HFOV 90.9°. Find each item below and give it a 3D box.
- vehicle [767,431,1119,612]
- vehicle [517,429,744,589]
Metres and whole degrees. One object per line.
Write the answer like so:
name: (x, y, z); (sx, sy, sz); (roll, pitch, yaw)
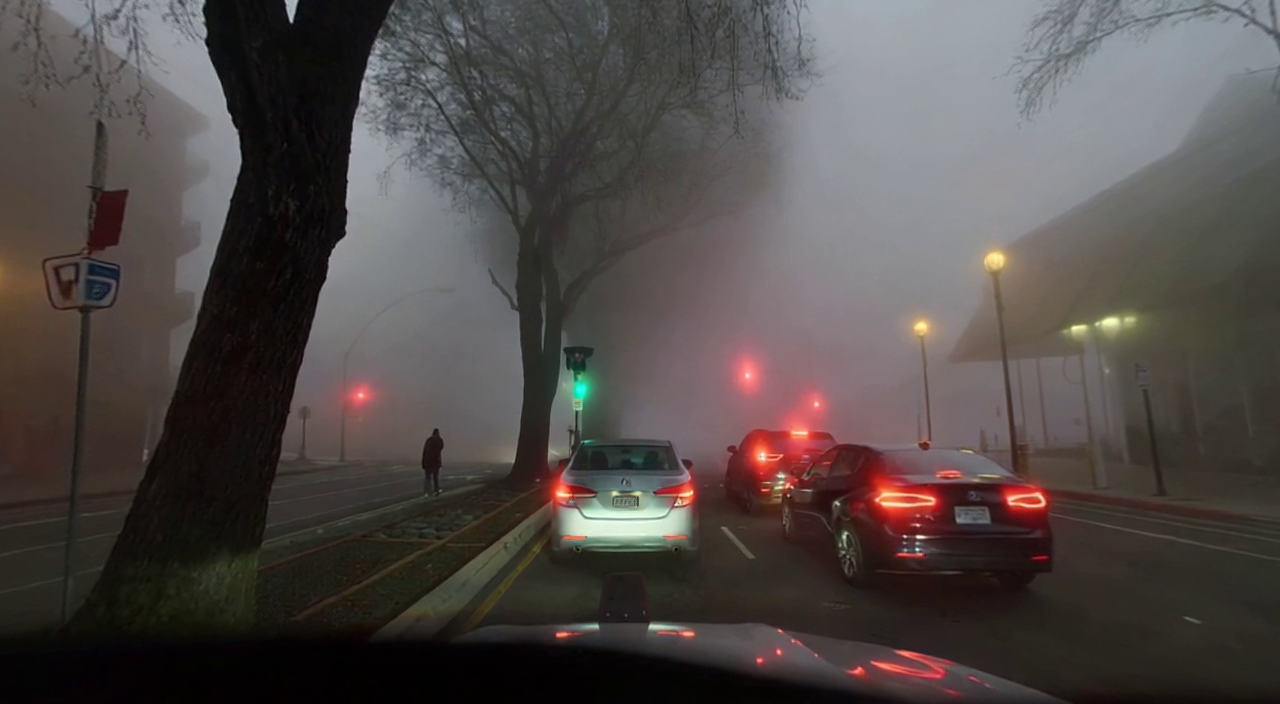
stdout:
vehicle: (2.914, 1.699, 7.326); (1.893, 1.446, 4.270); (0, -8, -1)
vehicle: (-0.101, 1.756, 7.940); (2.087, 1.456, 4.143); (0, -8, 0)
